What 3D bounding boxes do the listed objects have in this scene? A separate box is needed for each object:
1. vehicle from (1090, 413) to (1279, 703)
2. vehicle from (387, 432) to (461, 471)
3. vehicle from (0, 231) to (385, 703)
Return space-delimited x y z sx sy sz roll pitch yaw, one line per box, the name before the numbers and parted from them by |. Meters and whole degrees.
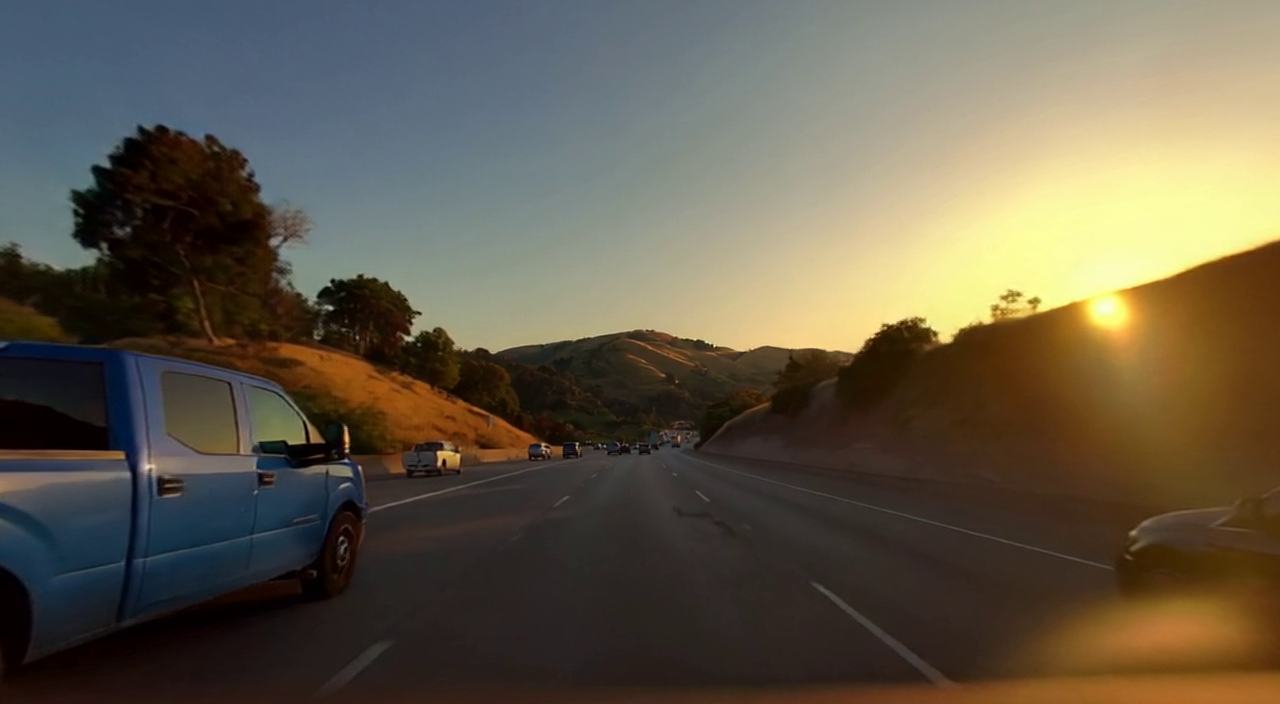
vehicle | 4.255 0.915 2.110 2.047 1.524 4.619 0 -9 -1
vehicle | -11.002 5.106 32.546 2.012 1.875 4.895 0 -9 1
vehicle | -3.563 0.651 2.472 2.483 2.100 6.208 0 -9 0
